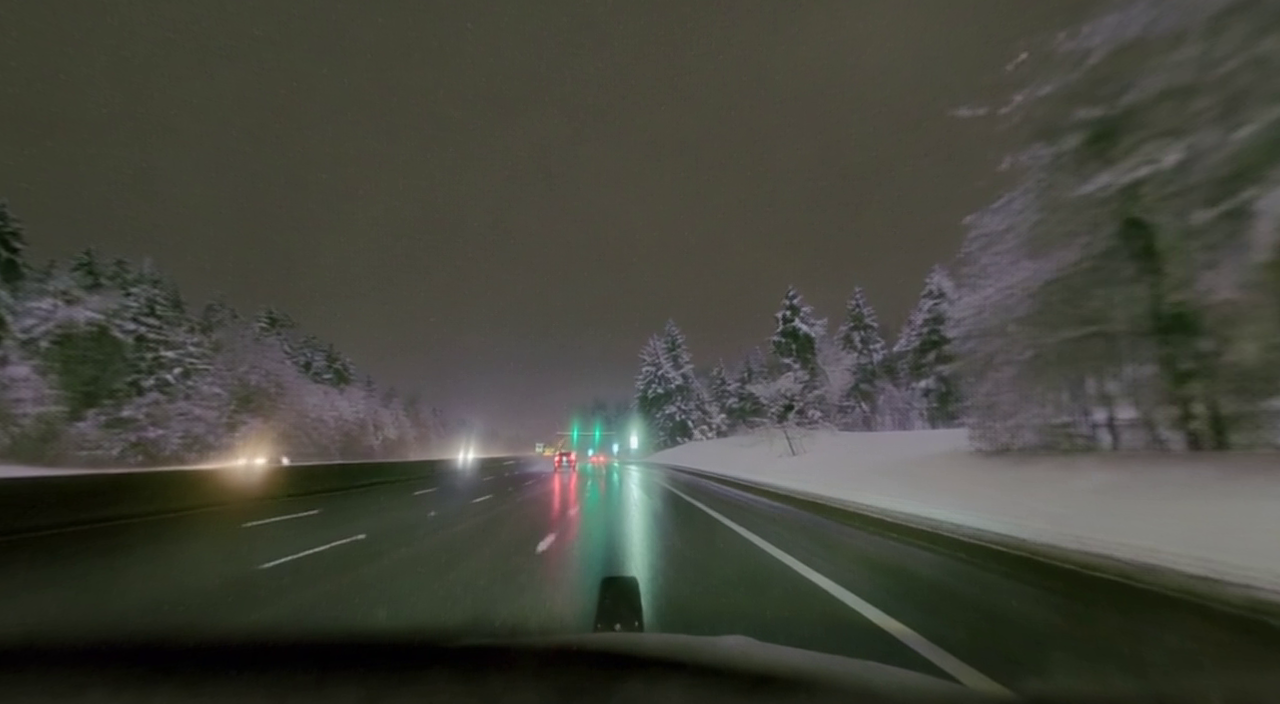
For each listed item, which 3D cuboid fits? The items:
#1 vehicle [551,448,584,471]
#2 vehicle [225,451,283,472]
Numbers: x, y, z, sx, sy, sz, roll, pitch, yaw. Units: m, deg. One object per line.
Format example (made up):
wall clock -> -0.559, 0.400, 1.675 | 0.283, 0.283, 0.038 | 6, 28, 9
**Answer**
vehicle -> -5.374, 8.028, 46.846 | 2.248, 1.619, 3.848 | 0, -9, -4
vehicle -> -28.572, 8.115, 46.517 | 1.809, 1.432, 4.193 | 0, -9, -3
